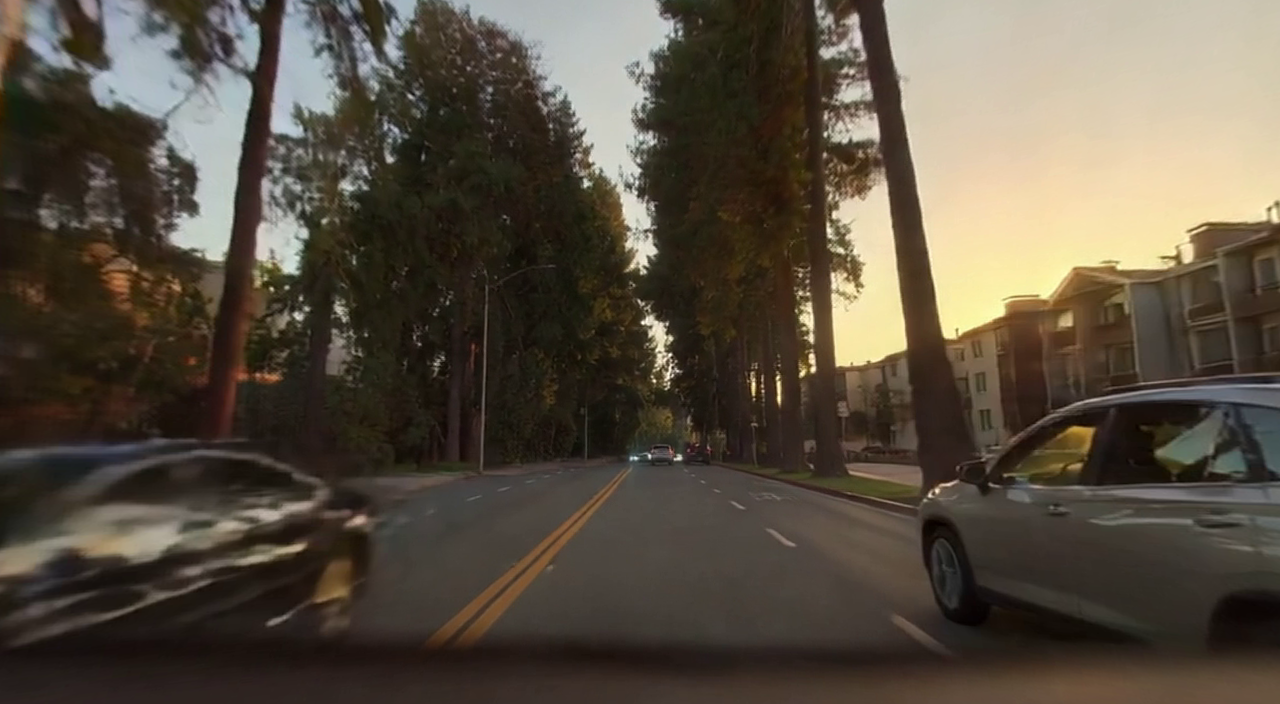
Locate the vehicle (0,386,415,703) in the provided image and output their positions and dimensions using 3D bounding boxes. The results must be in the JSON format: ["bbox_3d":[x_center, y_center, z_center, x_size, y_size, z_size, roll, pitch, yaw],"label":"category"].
[{"bbox_3d":[-3.052,1.044,2.983,2.151,1.540,4.673,0,-9,1],"label":"vehicle"}]

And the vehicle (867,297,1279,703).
[{"bbox_3d":[3.351,0.954,3.497,2.219,1.881,5.104,0,-9,0],"label":"vehicle"}]

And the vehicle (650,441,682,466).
[{"bbox_3d":[2.120,8.067,49.897,2.158,1.852,4.485,-1,-9,7],"label":"vehicle"}]

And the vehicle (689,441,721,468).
[{"bbox_3d":[4.489,7.156,43.949,2.069,1.791,4.422,-1,-9,3],"label":"vehicle"}]
